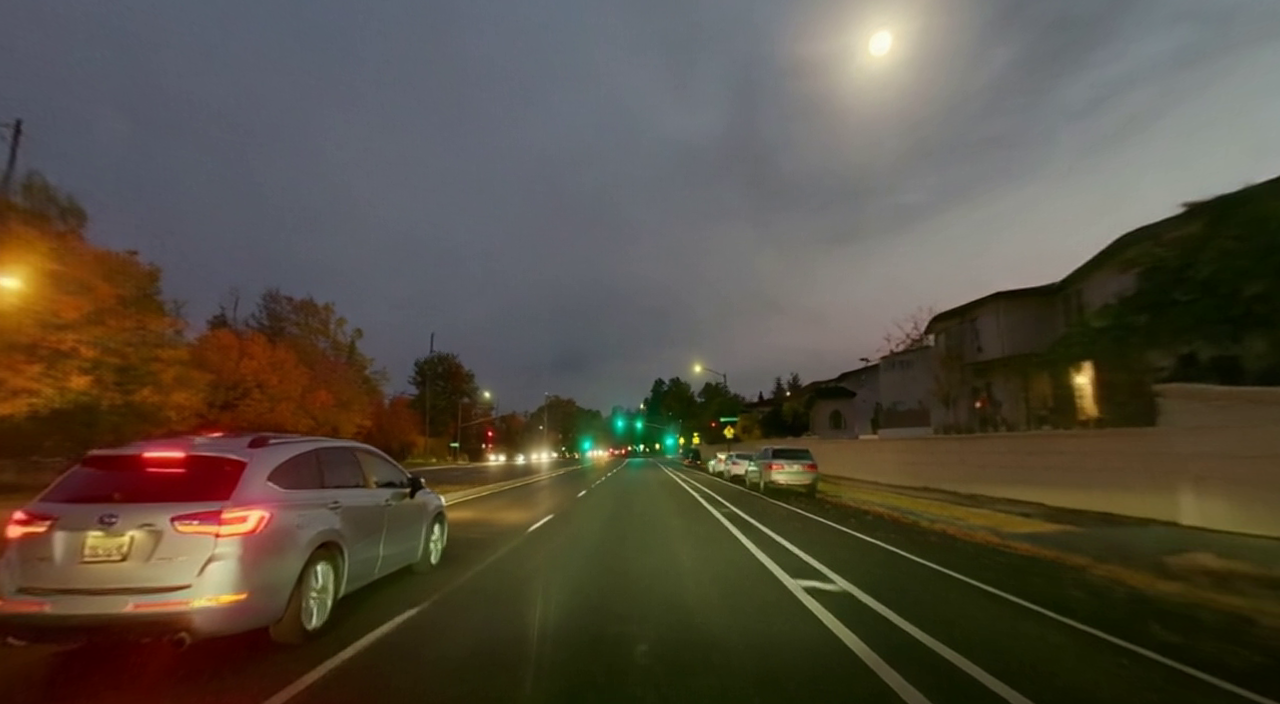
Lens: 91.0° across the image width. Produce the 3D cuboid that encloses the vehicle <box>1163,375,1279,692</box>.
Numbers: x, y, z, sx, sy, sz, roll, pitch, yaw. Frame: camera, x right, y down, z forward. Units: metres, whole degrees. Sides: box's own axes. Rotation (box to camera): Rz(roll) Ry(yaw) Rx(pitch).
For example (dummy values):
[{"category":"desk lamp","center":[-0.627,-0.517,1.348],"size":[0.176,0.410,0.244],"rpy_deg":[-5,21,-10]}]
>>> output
[{"category":"vehicle","center":[4.698,0.710,1.463],"size":[2.164,1.793,5.671],"rpy_deg":[0,-9,1]}]

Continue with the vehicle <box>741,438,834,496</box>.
[{"category":"vehicle","center":[4.794,3.815,21.179],"size":[2.014,1.700,4.369],"rpy_deg":[1,-9,-1]}]

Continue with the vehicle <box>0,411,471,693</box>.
[{"category":"vehicle","center":[-3.168,1.414,5.669],"size":[1.982,1.478,4.465],"rpy_deg":[0,-9,1]}]
